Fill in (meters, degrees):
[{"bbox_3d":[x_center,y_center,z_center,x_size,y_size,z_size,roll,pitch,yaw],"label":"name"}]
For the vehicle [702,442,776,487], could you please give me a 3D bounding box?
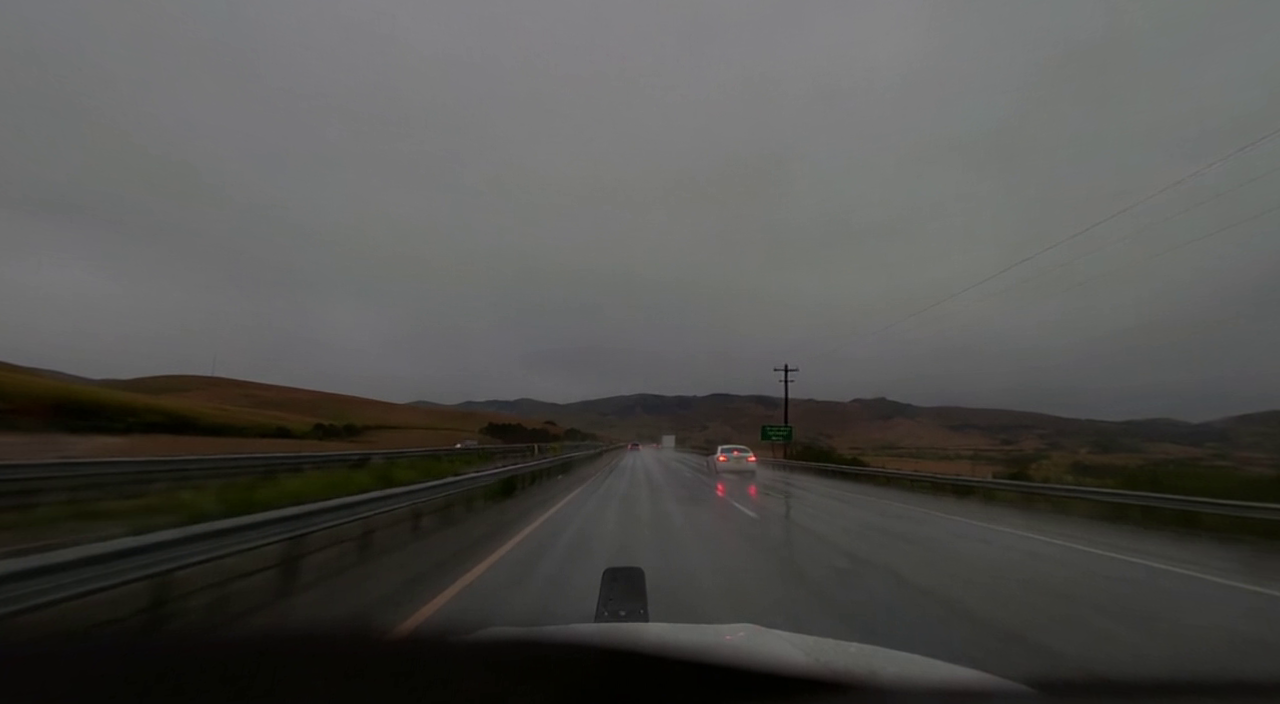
[{"bbox_3d":[3.609,4.176,23.812,1.960,1.516,4.657,0,-8,-1],"label":"vehicle"}]
